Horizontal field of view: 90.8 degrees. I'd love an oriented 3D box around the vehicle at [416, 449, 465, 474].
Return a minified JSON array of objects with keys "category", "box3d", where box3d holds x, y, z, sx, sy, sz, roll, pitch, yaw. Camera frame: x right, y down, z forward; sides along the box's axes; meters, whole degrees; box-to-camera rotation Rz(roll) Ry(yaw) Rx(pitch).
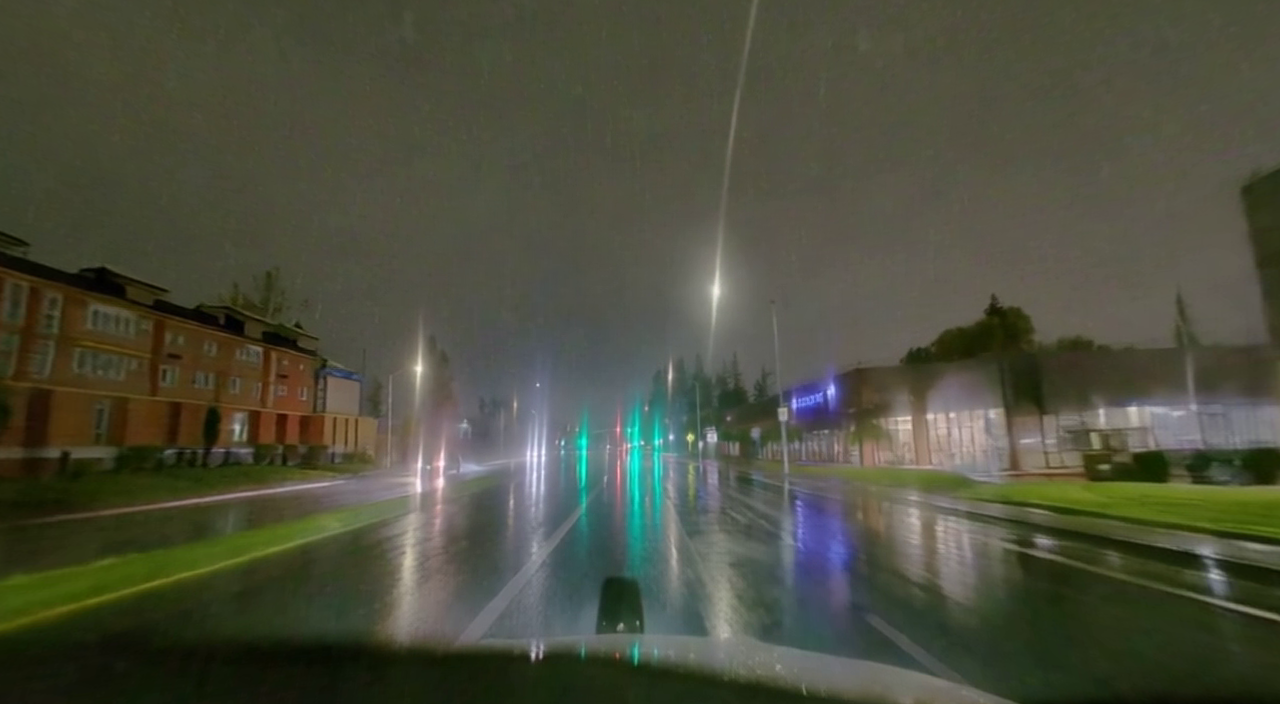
[{"category":"vehicle","box3d":[-15.027,8.240,47.790,2.043,1.797,4.919,-1,-9,1]}]
